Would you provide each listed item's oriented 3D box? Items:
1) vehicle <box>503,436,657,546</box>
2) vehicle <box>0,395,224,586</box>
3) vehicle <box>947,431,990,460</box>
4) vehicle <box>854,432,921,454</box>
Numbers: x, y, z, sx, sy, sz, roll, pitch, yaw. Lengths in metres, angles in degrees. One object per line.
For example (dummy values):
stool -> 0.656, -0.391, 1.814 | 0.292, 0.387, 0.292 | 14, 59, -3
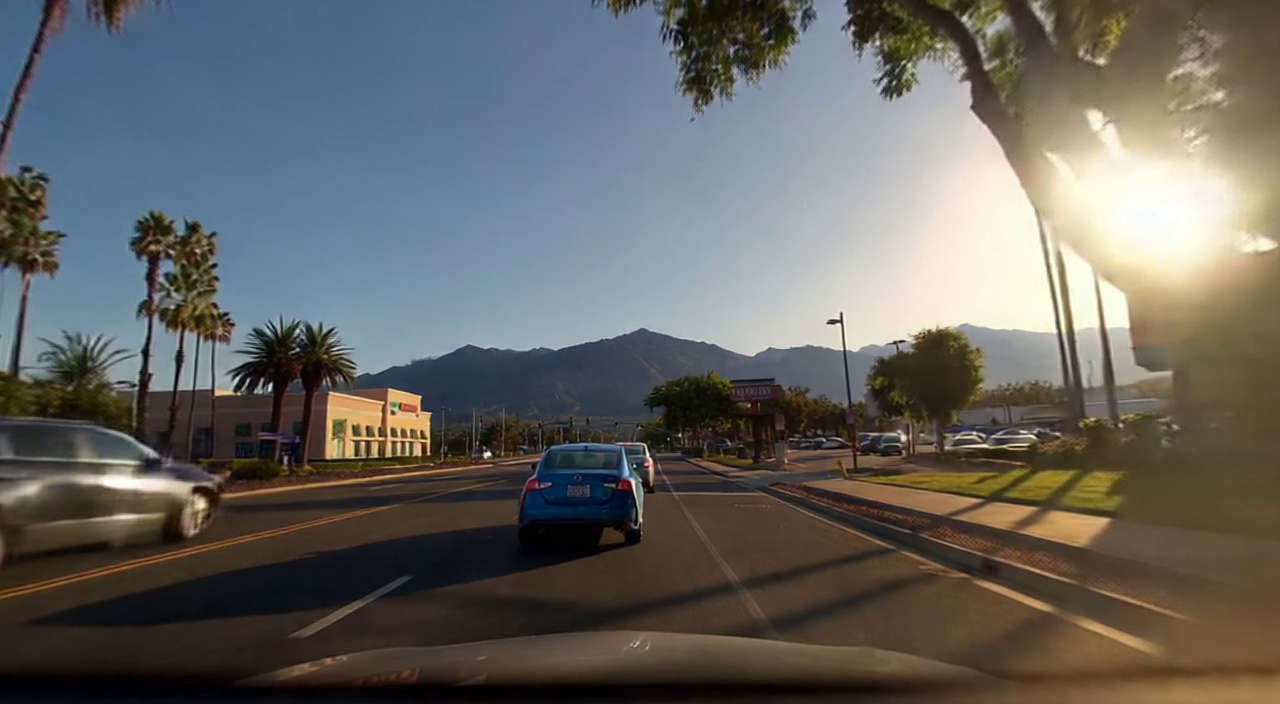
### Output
vehicle -> -0.906, 2.173, 10.540 | 2.067, 1.459, 3.886 | 0, -8, -3
vehicle -> -7.625, 1.485, 6.972 | 2.400, 1.900, 5.325 | 0, -8, 0
vehicle -> 18.686, 5.329, 35.997 | 1.961, 1.526, 4.640 | -4, -9, 26
vehicle -> 19.155, 7.088, 49.104 | 1.925, 1.652, 4.490 | 6, -10, -35
